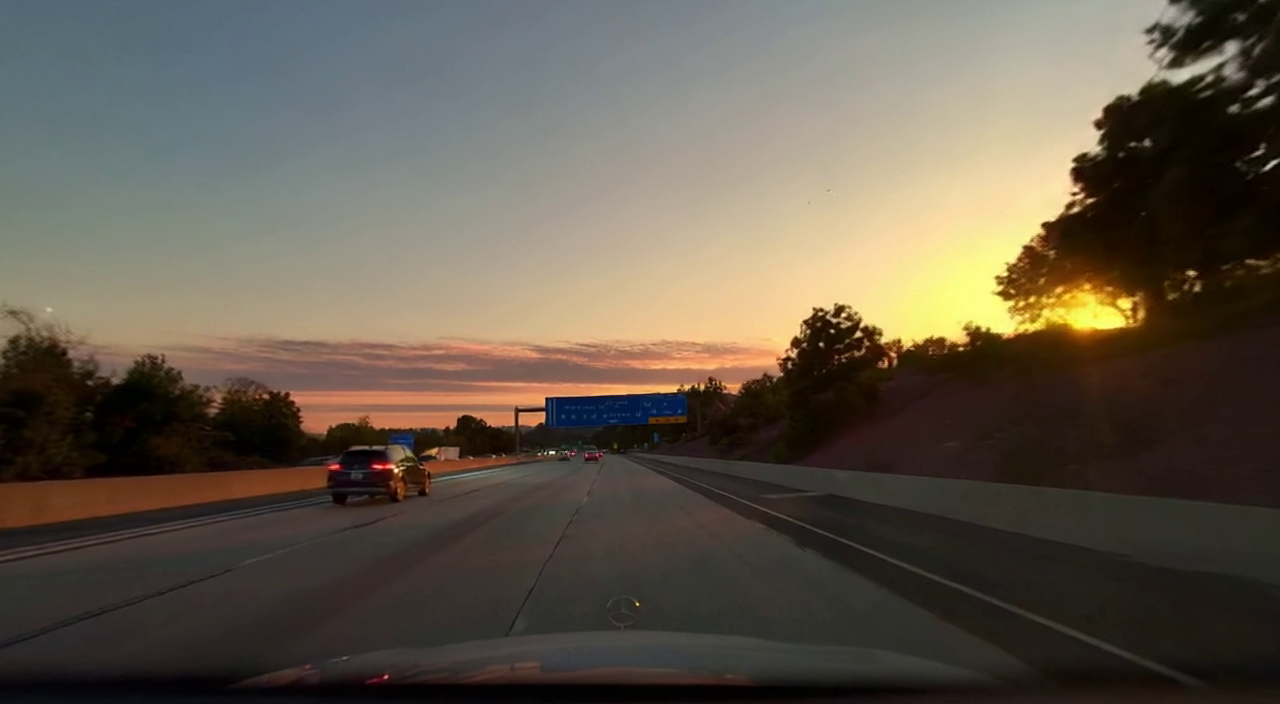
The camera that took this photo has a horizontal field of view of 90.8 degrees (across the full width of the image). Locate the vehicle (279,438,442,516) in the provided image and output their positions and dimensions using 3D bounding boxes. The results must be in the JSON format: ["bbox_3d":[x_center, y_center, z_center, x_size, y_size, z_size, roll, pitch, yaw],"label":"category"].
[{"bbox_3d":[-6.526,2.942,15.378,2.098,1.606,4.227,0,-9,-1],"label":"vehicle"}]
